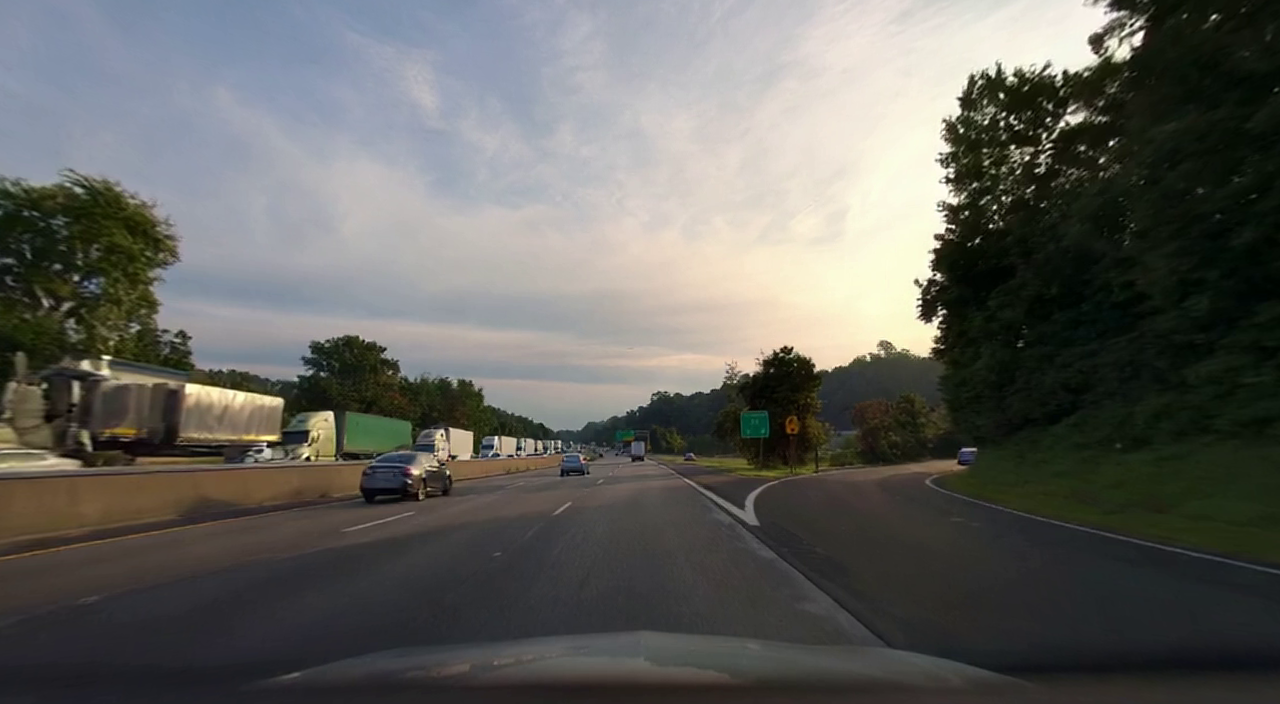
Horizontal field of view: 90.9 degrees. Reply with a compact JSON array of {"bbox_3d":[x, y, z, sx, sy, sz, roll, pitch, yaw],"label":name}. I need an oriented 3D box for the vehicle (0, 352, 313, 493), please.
[{"bbox_3d":[-18.653,3.342,25.827,2.861,4.174,13.816,1,-11,0],"label":"vehicle"}]

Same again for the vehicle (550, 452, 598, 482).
[{"bbox_3d":[-3.392,5.980,33.027,2.076,1.453,4.094,0,-9,0],"label":"vehicle"}]

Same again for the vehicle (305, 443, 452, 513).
[{"bbox_3d":[-7.178,3.492,17.971,2.122,1.685,4.714,0,-9,0],"label":"vehicle"}]

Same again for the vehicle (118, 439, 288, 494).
[{"bbox_3d":[-14.666,3.870,21.678,2.115,1.618,5.215,0,-9,0],"label":"vehicle"}]
